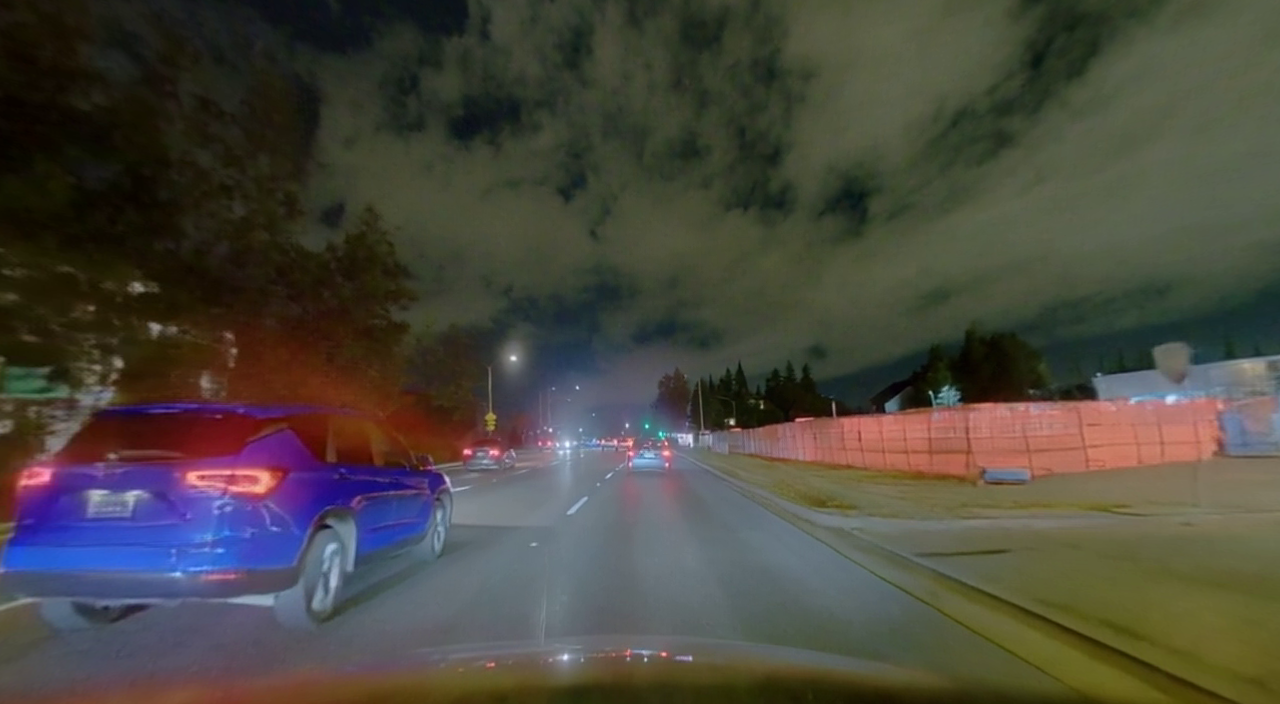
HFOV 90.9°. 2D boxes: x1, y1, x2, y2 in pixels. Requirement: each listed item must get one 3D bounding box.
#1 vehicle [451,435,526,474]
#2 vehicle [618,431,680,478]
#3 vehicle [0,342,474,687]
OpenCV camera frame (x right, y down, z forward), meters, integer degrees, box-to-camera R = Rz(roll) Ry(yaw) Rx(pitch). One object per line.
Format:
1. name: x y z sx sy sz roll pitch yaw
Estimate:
1. vehicle: -6.125 4.191 25.988 1.877 1.479 4.430 0 -8 2
2. vehicle: 0.322 3.947 24.476 2.227 1.654 4.091 0 -8 0
3. vehicle: -3.384 1.210 5.919 2.157 1.824 4.986 0 -8 1
